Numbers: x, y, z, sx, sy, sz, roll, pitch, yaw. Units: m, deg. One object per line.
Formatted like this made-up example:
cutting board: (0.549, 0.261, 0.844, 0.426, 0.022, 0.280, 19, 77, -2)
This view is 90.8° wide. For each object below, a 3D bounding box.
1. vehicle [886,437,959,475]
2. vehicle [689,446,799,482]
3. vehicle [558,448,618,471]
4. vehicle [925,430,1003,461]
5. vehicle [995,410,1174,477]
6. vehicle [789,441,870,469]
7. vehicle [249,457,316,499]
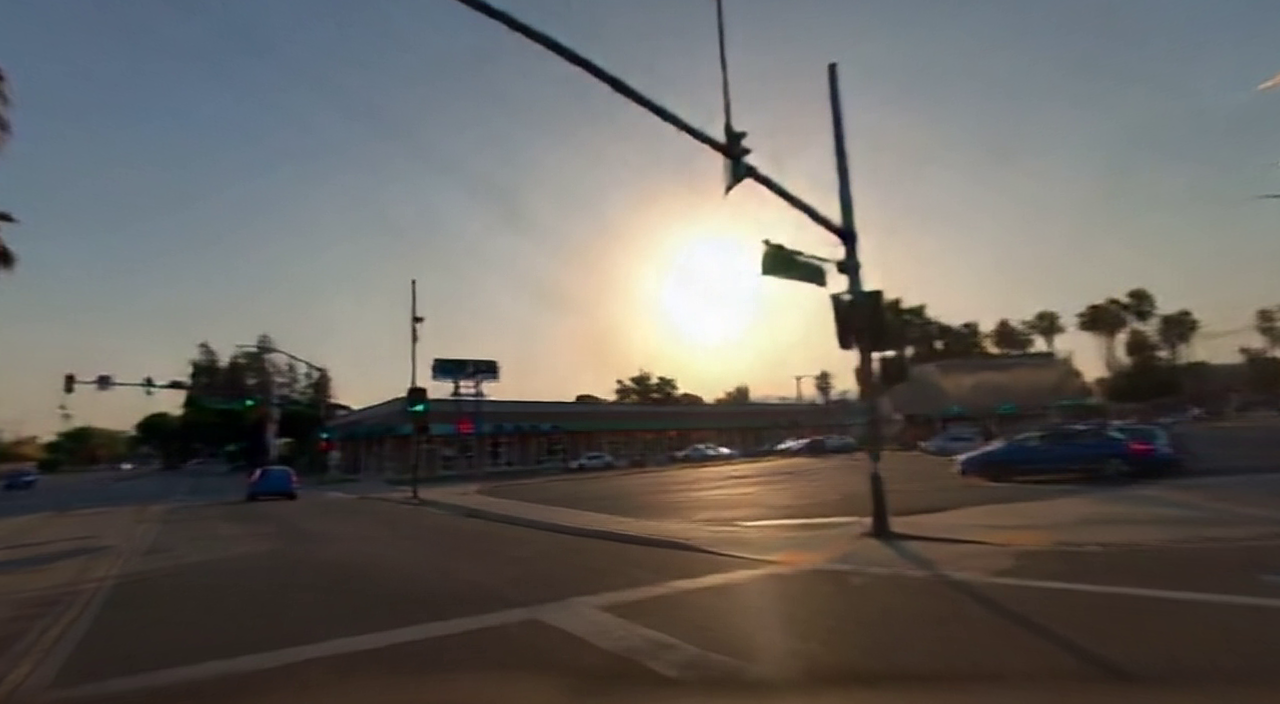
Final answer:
vehicle: (17.112, 6.243, 38.215, 4.377, 1.433, 1.867, -2, 3, -32)
vehicle: (4.494, 4.750, 27.157, 4.355, 1.398, 2.085, 5, -10, -33)
vehicle: (-3.734, 7.493, 44.465, 2.046, 1.481, 4.936, 5, -10, -34)
vehicle: (18.606, 5.375, 36.252, 4.178, 1.533, 1.992, 8, -11, -29)
vehicle: (11.342, 2.442, 16.439, 1.893, 1.489, 3.430, 3, -11, -7)
vehicle: (10.514, 5.660, 35.024, 4.199, 1.459, 1.997, 5, -10, -33)
vehicle: (-15.827, 5.481, 27.891, 1.969, 1.555, 4.431, 6, -10, -36)
